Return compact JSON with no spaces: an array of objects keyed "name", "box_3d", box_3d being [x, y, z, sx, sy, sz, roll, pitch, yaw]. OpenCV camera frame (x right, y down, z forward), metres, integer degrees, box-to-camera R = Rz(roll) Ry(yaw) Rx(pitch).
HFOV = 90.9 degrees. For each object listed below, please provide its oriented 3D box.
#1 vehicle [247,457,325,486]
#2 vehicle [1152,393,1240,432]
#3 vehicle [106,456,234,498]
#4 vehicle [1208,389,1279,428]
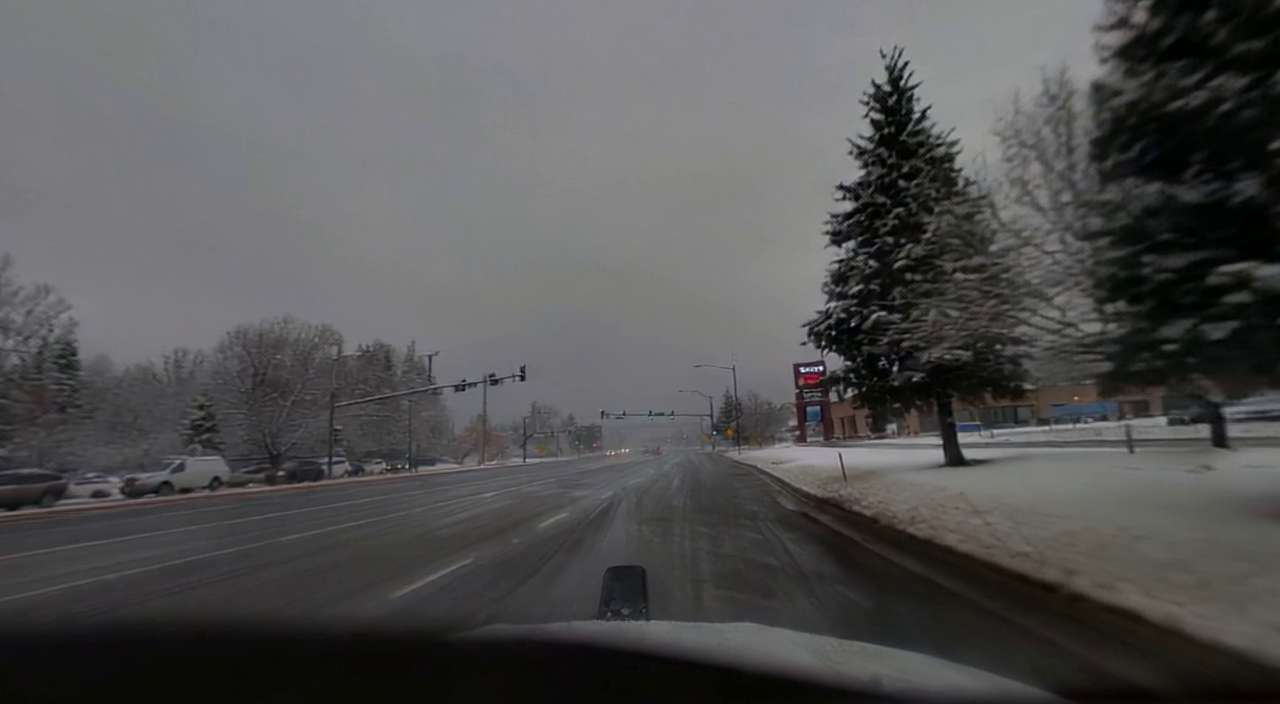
[{"name":"vehicle","box_3d":[-21.833,7.383,39.102,1.918,1.503,4.632,-6,-10,5]},{"name":"vehicle","box_3d":[25.451,2.770,28.858,3.335,1.398,1.535,-2,-10,-23]},{"name":"vehicle","box_3d":[-22.744,6.064,30.851,1.967,1.683,5.223,-6,-10,6]},{"name":"vehicle","box_3d":[25.232,2.277,25.646,3.327,1.369,1.514,-1,-9,-19]}]
